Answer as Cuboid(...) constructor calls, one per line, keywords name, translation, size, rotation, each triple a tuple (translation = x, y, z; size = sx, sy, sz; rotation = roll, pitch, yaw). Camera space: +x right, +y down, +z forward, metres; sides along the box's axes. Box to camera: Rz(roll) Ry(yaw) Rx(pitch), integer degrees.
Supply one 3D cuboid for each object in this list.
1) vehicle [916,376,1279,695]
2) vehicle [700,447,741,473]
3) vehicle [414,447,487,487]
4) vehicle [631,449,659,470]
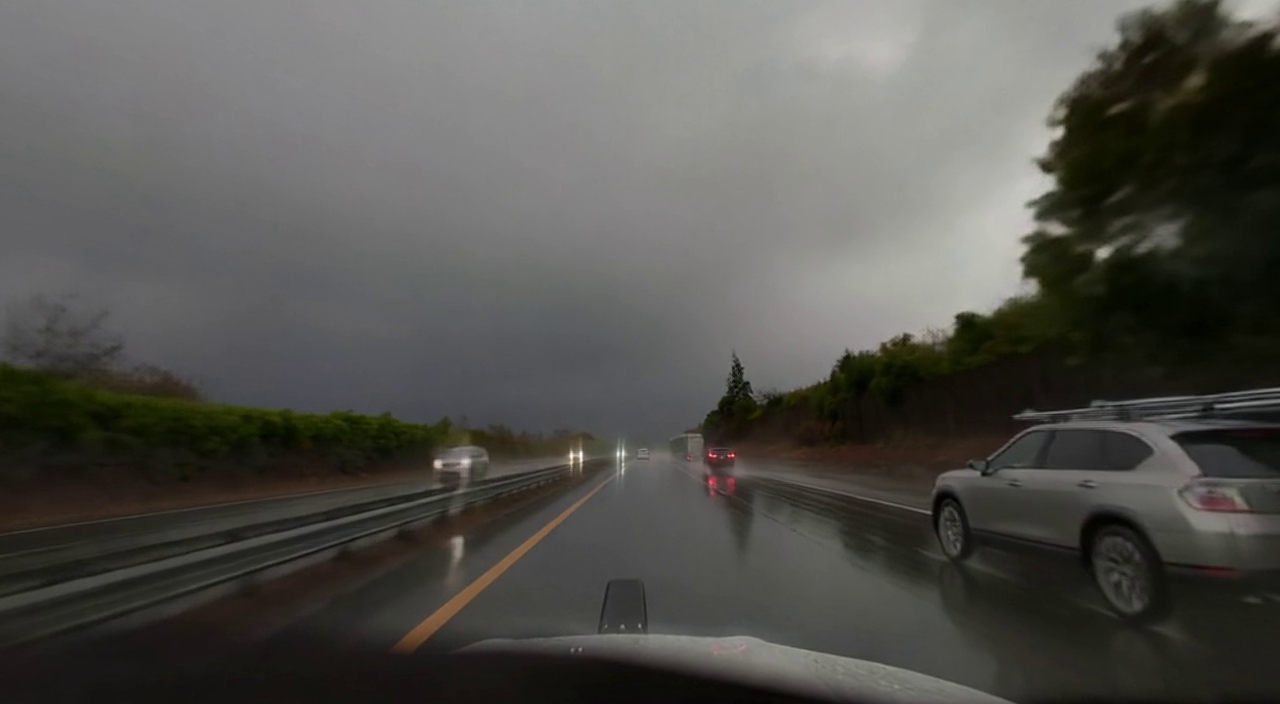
Cuboid(name="vehicle", translation=(4.218, 1.233, 5.211), size=(1.978, 1.604, 4.128), rotation=(0, -9, 0))
Cuboid(name="vehicle", translation=(4.888, 6.595, 38.663), size=(1.964, 1.513, 3.707), rotation=(0, -9, -1))
Cuboid(name="vehicle", translation=(-8.775, 5.354, 29.590), size=(2.087, 1.687, 4.227), rotation=(0, -9, 0))
Cuboid(name="vehicle", translation=(0.351, 7.863, 46.280), size=(1.991, 1.459, 3.769), rotation=(0, -9, 0))
